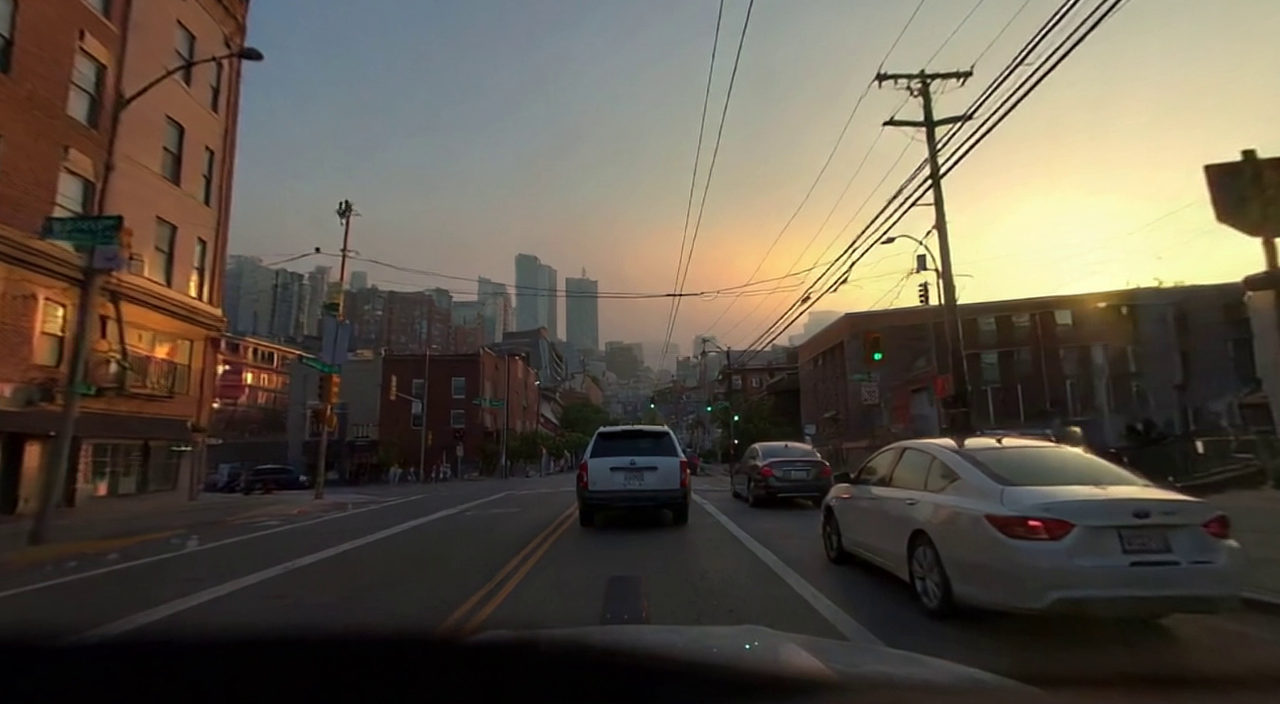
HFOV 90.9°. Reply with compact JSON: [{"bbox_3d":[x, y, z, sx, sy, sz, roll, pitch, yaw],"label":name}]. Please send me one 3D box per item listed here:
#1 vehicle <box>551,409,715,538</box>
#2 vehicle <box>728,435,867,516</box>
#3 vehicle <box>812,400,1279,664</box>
[{"bbox_3d":[-0.140,1.958,10.696,2.232,1.736,4.036,0,-8,-1],"label":"vehicle"},{"bbox_3d":[3.190,2.584,13.715,1.970,1.452,4.227,0,-8,1],"label":"vehicle"},{"bbox_3d":[3.163,1.389,5.914,1.906,1.578,4.020,0,-8,-1],"label":"vehicle"}]
